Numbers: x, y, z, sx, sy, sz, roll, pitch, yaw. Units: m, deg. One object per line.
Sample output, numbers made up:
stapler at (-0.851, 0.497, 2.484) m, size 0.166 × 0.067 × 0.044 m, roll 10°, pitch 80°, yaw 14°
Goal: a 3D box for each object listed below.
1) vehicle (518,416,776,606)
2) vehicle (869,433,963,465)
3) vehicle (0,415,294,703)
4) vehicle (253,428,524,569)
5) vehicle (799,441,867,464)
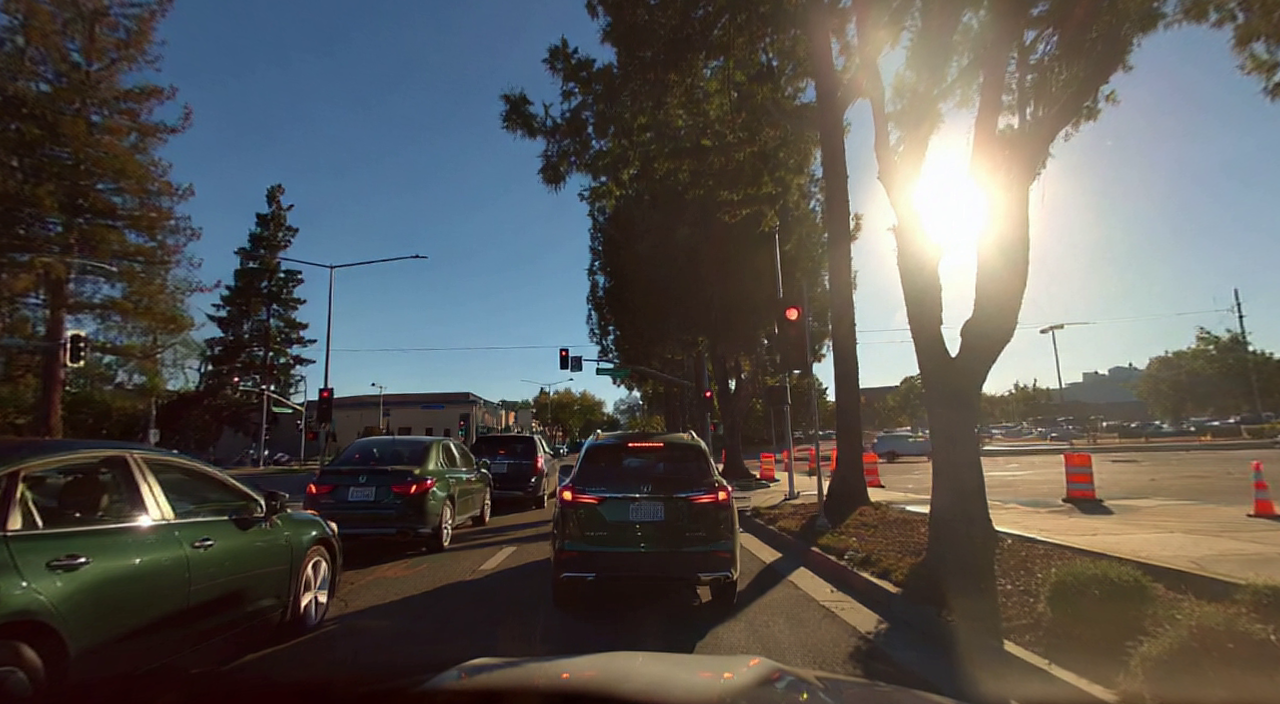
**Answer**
vehicle at (0.104, 1.620, 7.210) m, size 2.167 × 1.560 × 3.676 m, roll 0°, pitch -9°, yaw 1°
vehicle at (17.795, 6.279, 40.794) m, size 5.082 × 1.907 × 2.115 m, roll 0°, pitch -9°, yaw 2°
vehicle at (-3.594, 0.944, 2.148) m, size 2.064 × 1.497 × 4.722 m, roll 0°, pitch -9°, yaw 1°
vehicle at (-3.272, 1.998, 9.447) m, size 1.989 × 1.541 × 4.626 m, roll 0°, pitch -9°, yaw 2°
vehicle at (15.130, 7.906, 49.502) m, size 4.672 × 1.676 × 1.867 m, roll 1°, pitch -9°, yaw -1°
